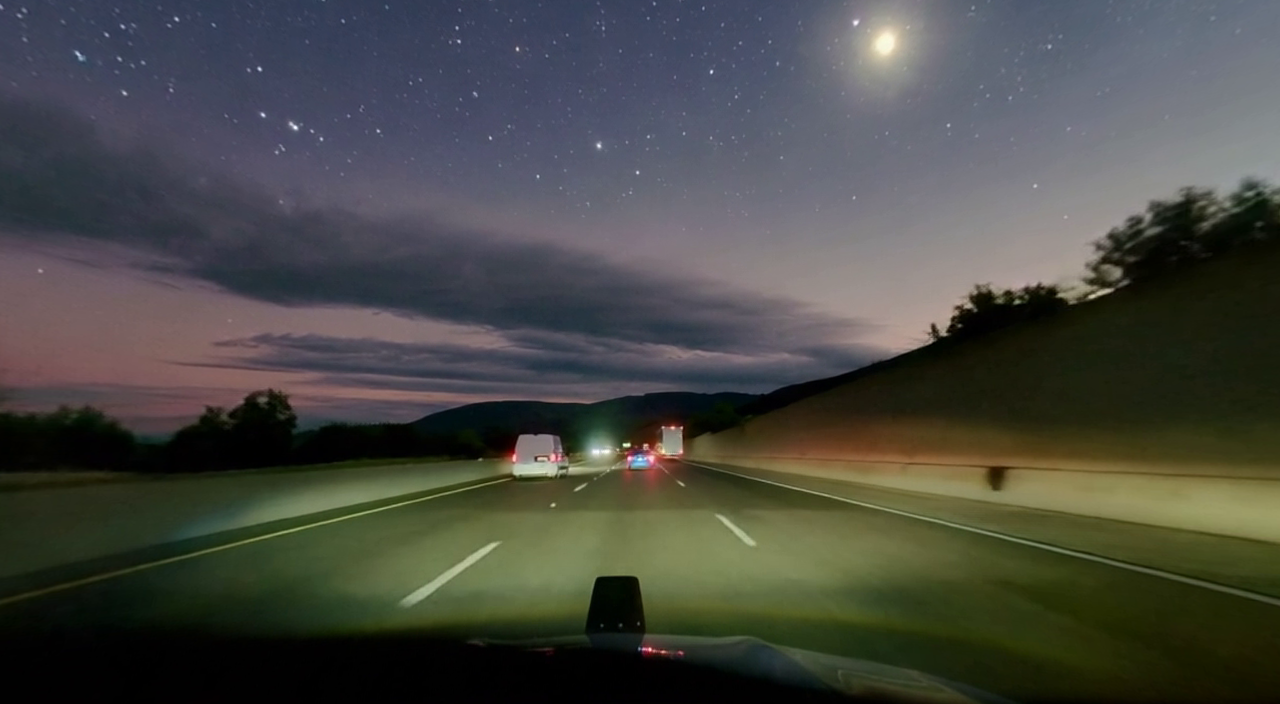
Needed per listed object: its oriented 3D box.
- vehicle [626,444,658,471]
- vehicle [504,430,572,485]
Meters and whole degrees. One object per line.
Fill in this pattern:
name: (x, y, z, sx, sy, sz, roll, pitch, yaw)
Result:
vehicle: (0.151, 7.306, 43.863, 2.166, 1.747, 4.299, 0, -9, 1)
vehicle: (-4.067, 4.324, 25.929, 1.955, 2.004, 4.792, 0, -9, 0)
